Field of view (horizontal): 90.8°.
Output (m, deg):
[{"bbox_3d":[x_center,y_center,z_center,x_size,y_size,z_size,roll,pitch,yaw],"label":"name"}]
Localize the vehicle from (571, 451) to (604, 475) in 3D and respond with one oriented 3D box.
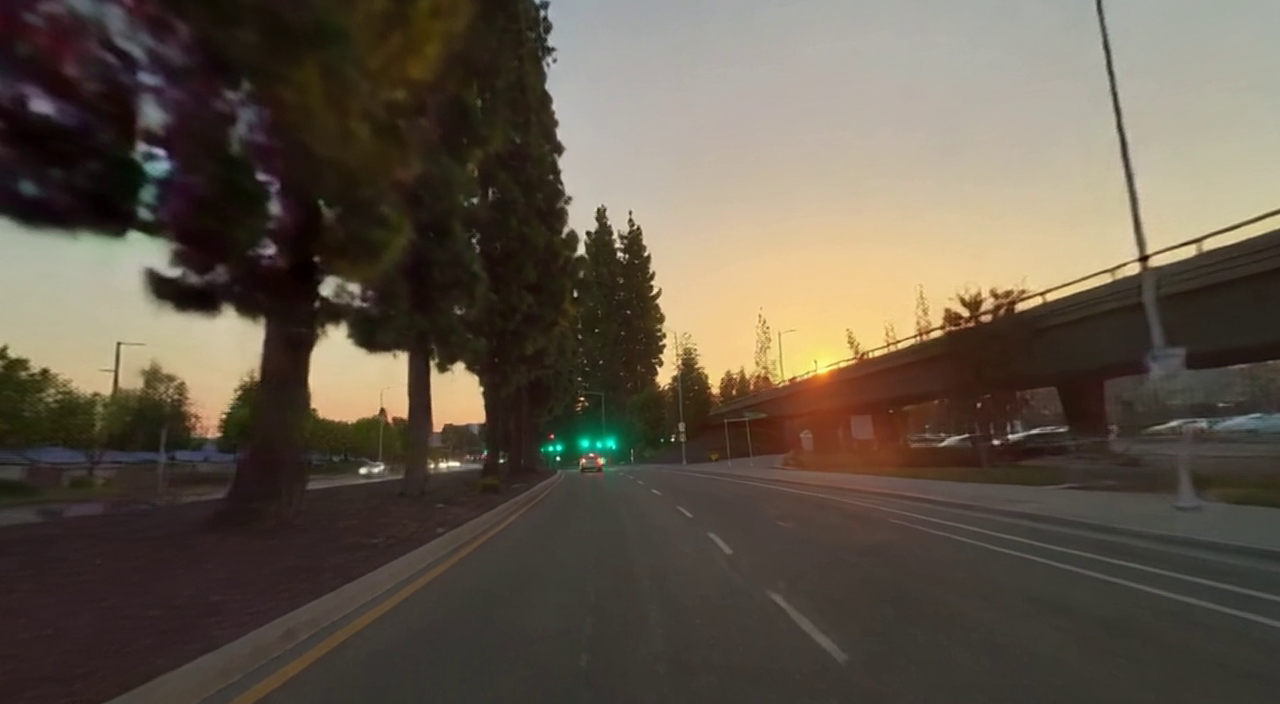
[{"bbox_3d":[-4.135,8.602,49.248,2.184,1.713,4.231,1,-9,-9],"label":"vehicle"}]
